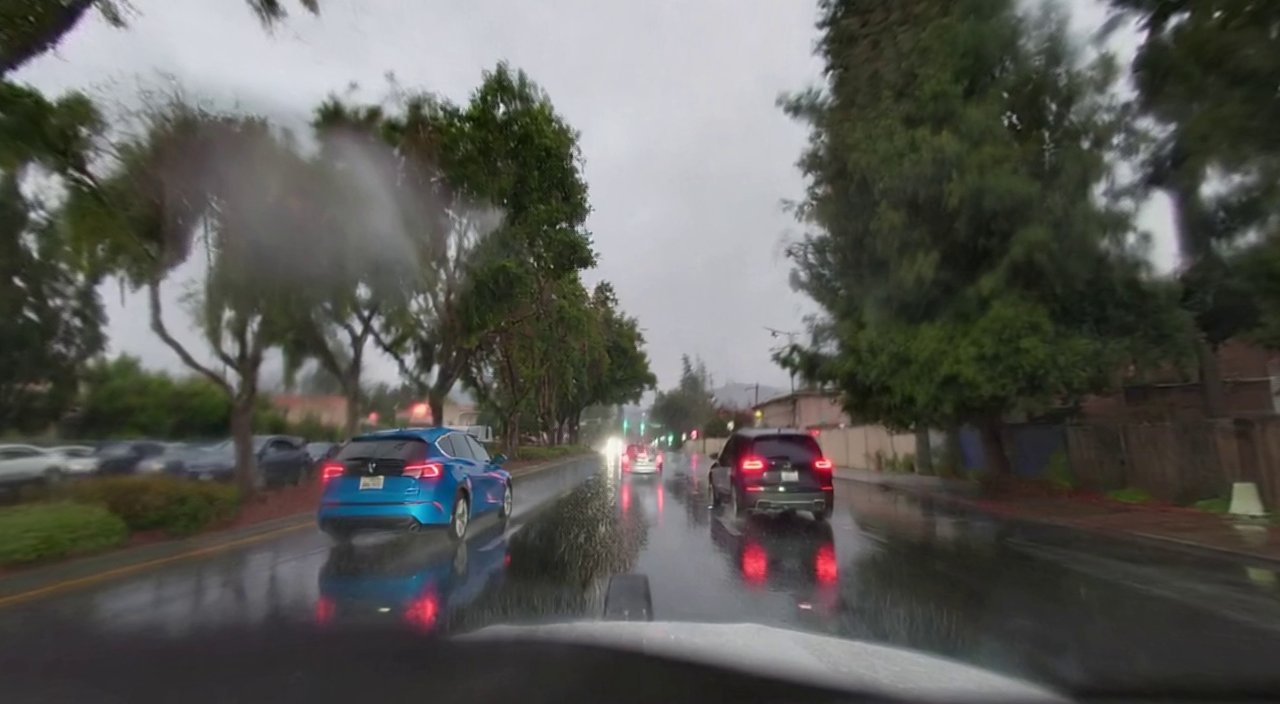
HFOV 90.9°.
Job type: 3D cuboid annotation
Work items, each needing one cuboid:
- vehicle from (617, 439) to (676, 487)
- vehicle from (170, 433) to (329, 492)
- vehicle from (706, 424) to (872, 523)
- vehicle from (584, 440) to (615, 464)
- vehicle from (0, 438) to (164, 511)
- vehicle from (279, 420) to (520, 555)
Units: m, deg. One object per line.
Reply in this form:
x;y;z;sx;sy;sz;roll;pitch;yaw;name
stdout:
0.226;3.917;22.546;1.922;1.579;3.642;0;-8;0;vehicle
-12.477;3.563;20.635;1.928;1.675;4.900;0;-8;2;vehicle
2.894;2.496;13.469;2.280;1.747;4.361;1;-8;-3;vehicle
-3.135;7.795;49.399;2.014;1.755;4.360;0;-8;1;vehicle
-16.120;3.205;16.850;2.318;1.684;5.150;-3;-8;9;vehicle
-3.521;2.074;10.426;2.043;1.687;4.676;0;-8;1;vehicle
